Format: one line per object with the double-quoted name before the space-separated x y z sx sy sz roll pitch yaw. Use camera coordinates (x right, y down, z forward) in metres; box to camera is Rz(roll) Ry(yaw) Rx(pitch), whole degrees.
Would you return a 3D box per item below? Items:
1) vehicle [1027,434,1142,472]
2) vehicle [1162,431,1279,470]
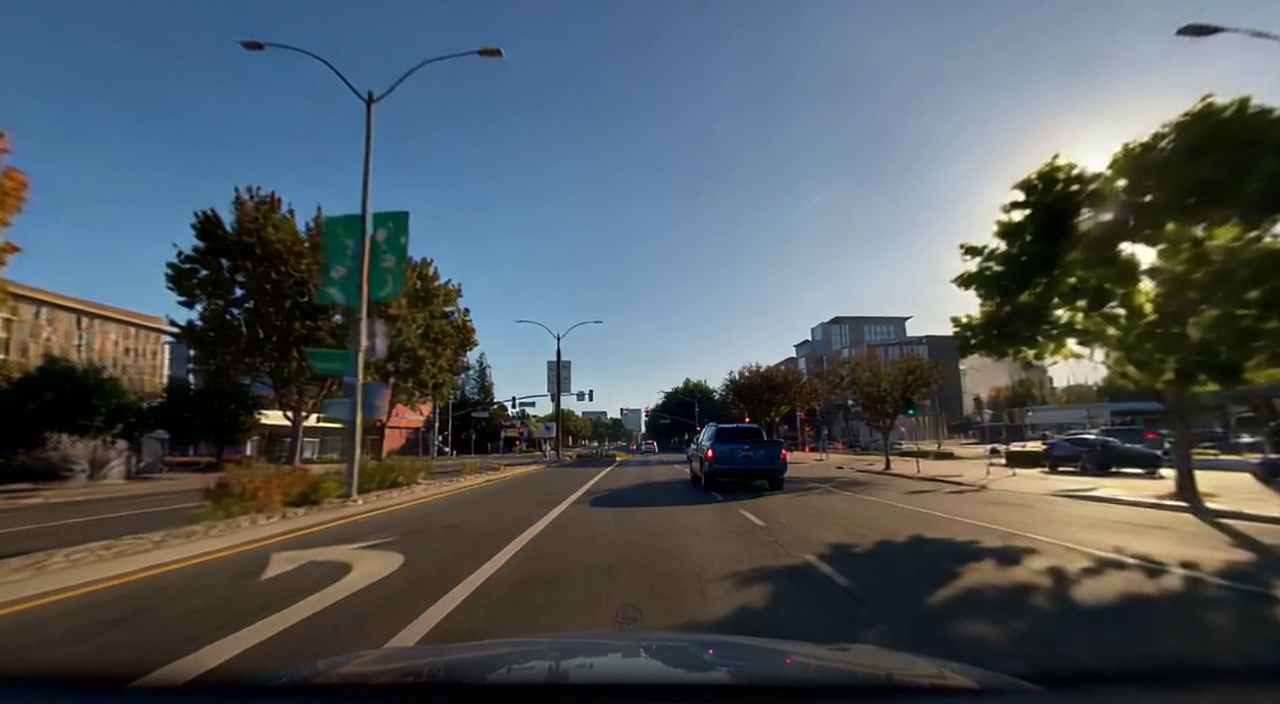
"vehicle" 19.225 4.377 27.561 1.842 1.495 4.474 0 -8 2
"vehicle" 24.867 4.211 26.963 1.736 1.516 4.047 -1 -8 3
